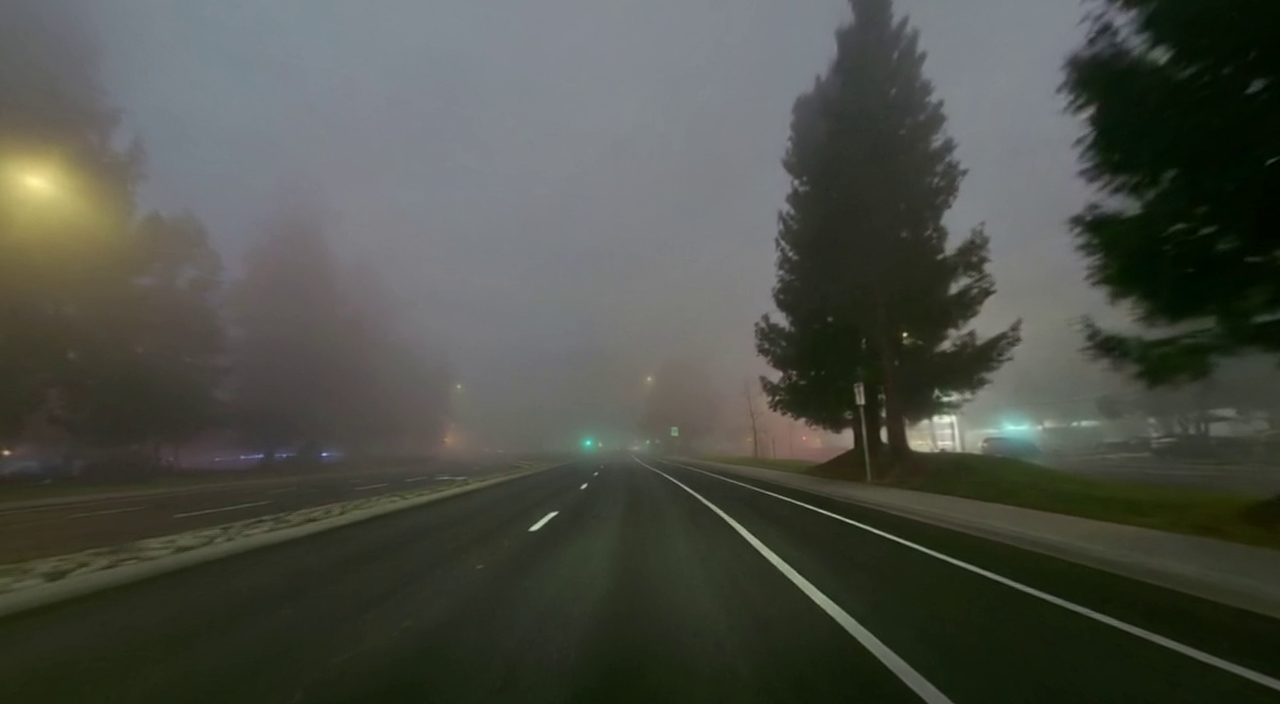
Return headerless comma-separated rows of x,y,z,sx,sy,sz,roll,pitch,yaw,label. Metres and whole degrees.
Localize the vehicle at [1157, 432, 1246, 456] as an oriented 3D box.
37.523,6.184,42.377,1.786,1.492,4.381,0,-8,-2,vehicle
